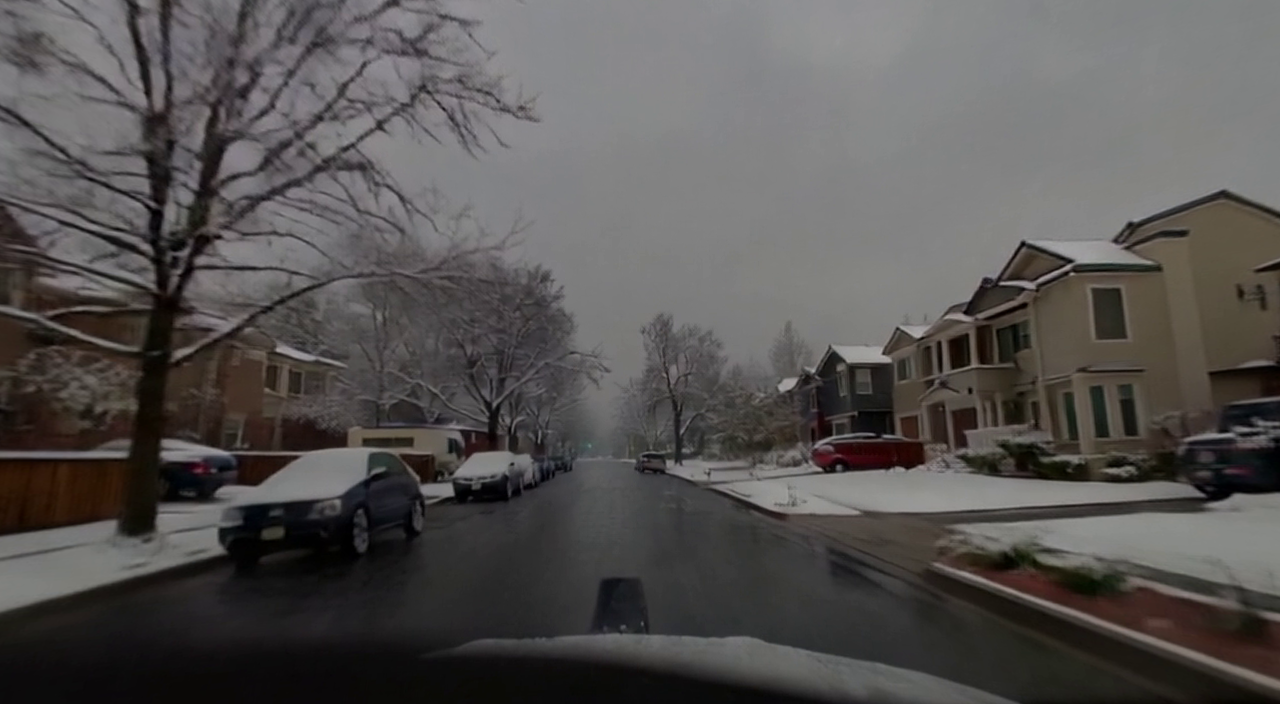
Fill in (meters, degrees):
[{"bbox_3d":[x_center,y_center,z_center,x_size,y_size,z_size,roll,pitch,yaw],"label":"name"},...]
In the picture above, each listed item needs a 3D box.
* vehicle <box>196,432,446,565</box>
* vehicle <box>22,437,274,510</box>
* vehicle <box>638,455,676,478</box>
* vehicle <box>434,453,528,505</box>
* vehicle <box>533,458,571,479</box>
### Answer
[{"bbox_3d":[-4.804,2.309,10.442,1.974,1.664,4.539,0,-11,-4],"label":"vehicle"},{"bbox_3d":[-11.929,2.974,15.586,4.414,1.658,1.988,1,-10,-3],"label":"vehicle"},{"bbox_3d":[1.081,7.707,42.535,2.000,1.456,5.251,1,-10,-5],"label":"vehicle"},{"bbox_3d":[-5.183,4.193,21.208,2.086,1.493,4.582,-1,-10,-1],"label":"vehicle"},{"bbox_3d":[-5.843,7.781,42.365,1.995,1.330,4.080,0,-10,0],"label":"vehicle"}]
